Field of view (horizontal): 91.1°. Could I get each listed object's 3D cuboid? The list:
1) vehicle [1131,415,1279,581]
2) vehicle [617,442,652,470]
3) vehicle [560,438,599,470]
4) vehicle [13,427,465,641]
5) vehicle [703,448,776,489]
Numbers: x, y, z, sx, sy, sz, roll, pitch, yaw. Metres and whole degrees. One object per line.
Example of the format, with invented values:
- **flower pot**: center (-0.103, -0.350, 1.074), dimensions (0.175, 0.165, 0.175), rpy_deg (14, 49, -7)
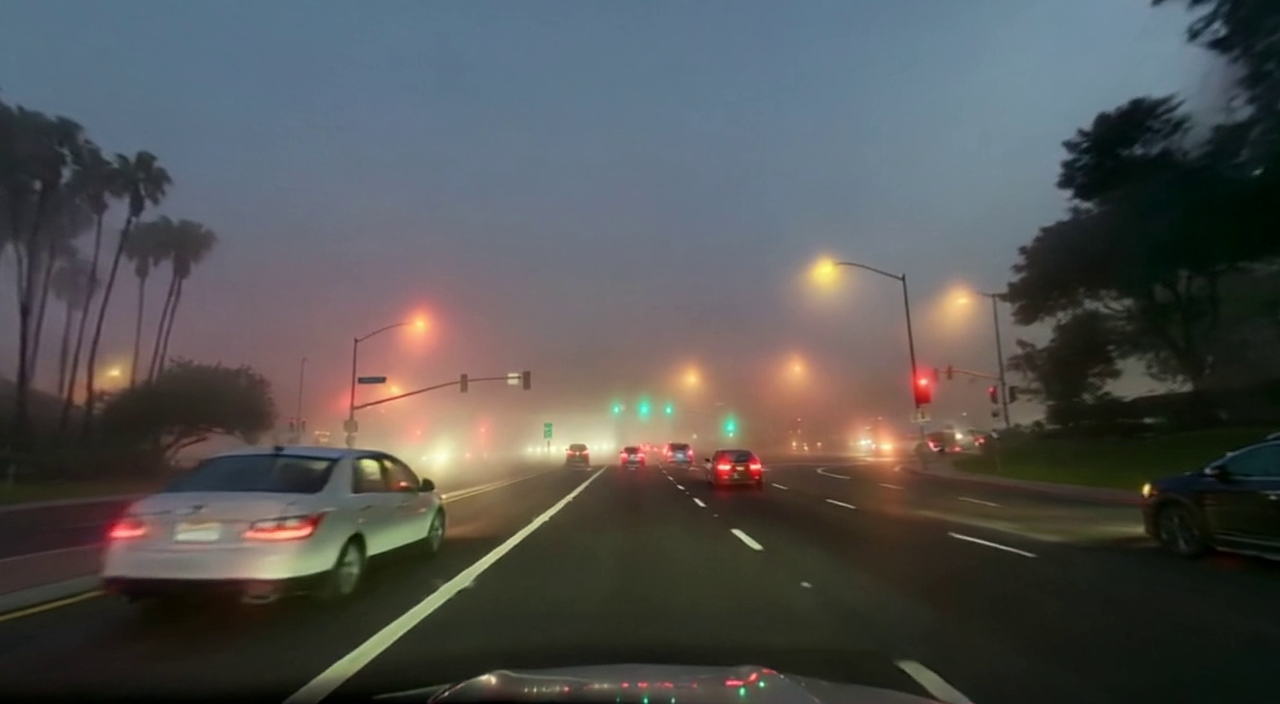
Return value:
- **vehicle**: center (7.380, 1.426, 6.016), dimensions (1.964, 1.647, 4.114), rpy_deg (0, -8, 0)
- **vehicle**: center (-0.351, 6.793, 41.090), dimensions (2.172, 1.694, 4.055), rpy_deg (0, -8, 0)
- **vehicle**: center (-4.112, 6.993, 43.195), dimensions (2.485, 2.012, 5.498), rpy_deg (1, -8, -4)
- **vehicle**: center (-3.433, 1.607, 6.569), dimensions (2.111, 1.506, 4.018), rpy_deg (0, -8, -1)
- **vehicle**: center (3.787, 4.512, 24.690), dimensions (2.156, 1.404, 4.120), rpy_deg (0, -8, -1)
